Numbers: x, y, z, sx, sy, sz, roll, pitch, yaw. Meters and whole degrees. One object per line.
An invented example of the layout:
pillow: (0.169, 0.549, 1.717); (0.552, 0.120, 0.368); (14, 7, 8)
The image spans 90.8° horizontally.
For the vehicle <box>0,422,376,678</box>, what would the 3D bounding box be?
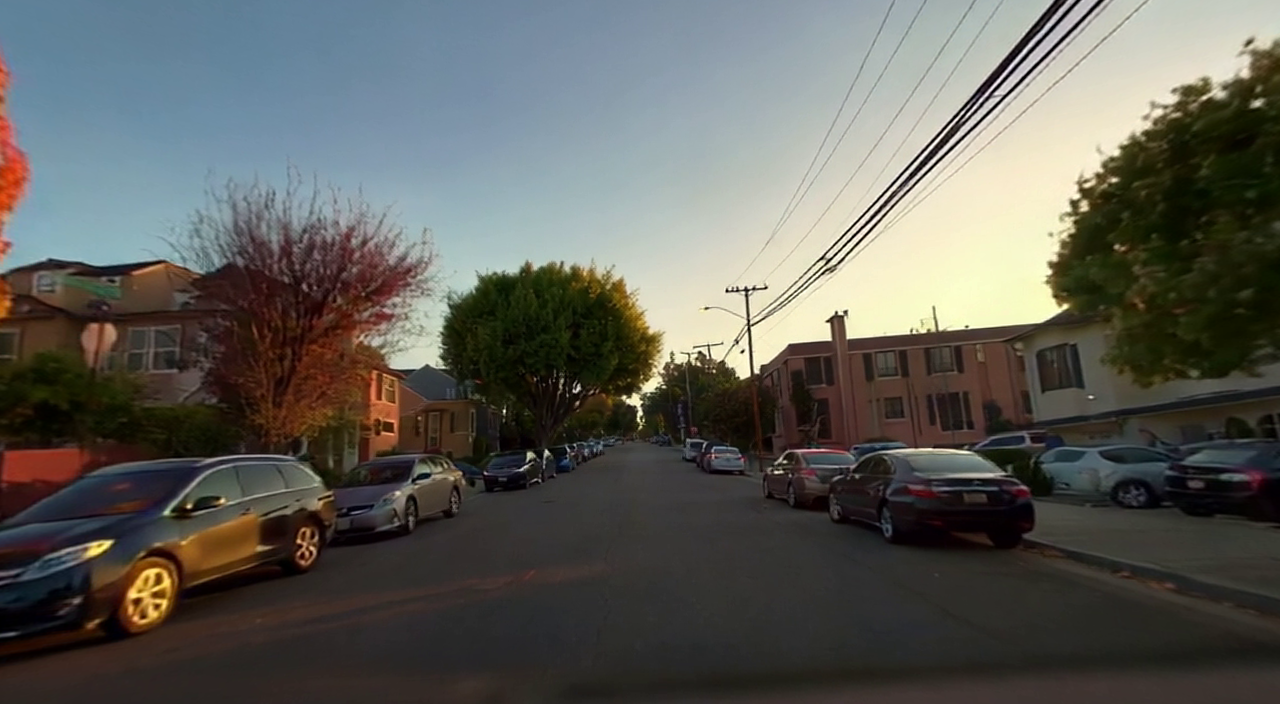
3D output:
vehicle: (-5.137, 1.752, 6.955); (2.360, 1.772, 4.907); (0, -8, 0)

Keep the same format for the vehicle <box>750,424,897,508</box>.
vehicle: (4.144, 2.906, 15.255); (2.057, 1.511, 4.858); (-5, -14, 0)

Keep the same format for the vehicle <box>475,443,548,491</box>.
vehicle: (-5.041, 4.550, 25.404); (2.032, 1.716, 4.382); (0, -8, 0)

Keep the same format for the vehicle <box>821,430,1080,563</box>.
vehicle: (4.398, 2.076, 9.867); (1.864, 1.592, 4.221); (0, -8, 0)

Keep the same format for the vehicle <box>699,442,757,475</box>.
vehicle: (4.339, 5.325, 31.948); (2.174, 1.504, 4.809); (0, -8, 0)

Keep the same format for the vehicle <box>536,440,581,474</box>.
vehicle: (-5.218, 6.806, 41.328); (2.184, 1.958, 5.757); (-2, -8, 0)

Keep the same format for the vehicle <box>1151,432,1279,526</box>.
vehicle: (12.819, 2.376, 12.153); (4.285, 1.641, 1.832); (0, -8, 1)
